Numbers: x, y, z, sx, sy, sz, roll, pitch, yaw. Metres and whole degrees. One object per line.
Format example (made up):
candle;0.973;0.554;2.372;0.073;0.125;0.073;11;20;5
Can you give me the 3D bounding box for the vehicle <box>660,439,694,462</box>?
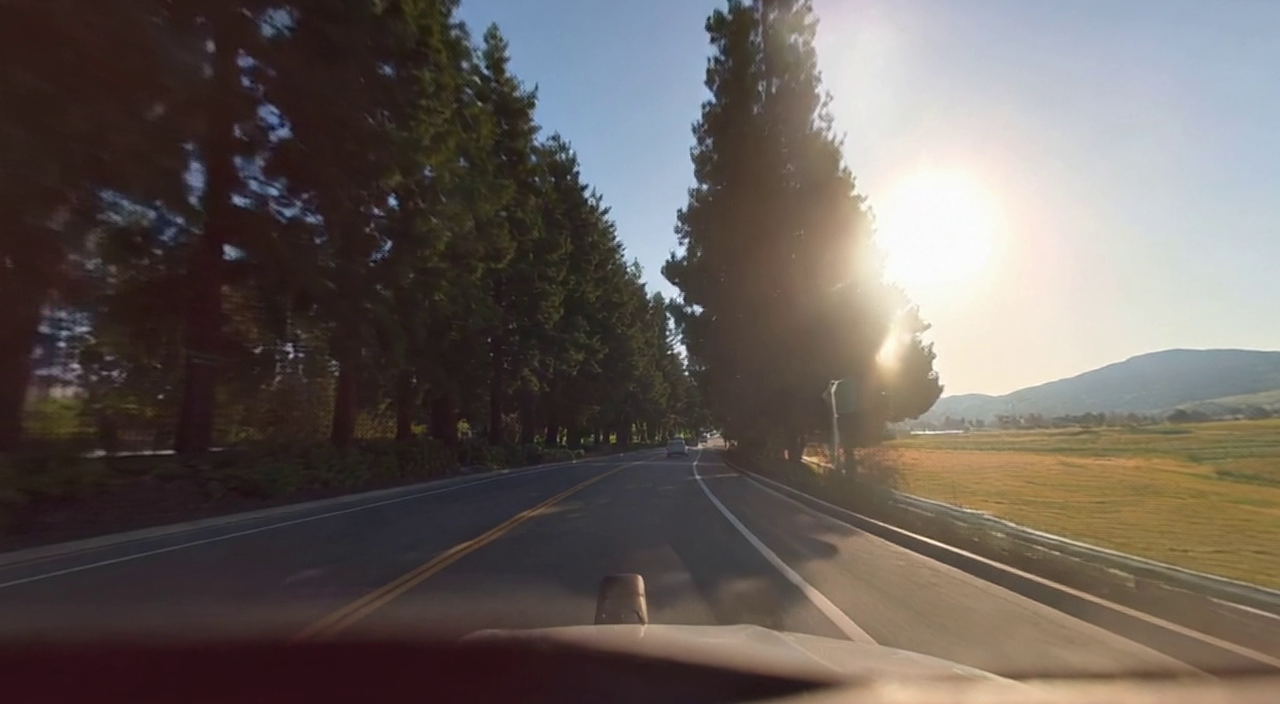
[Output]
vehicle;2.490;6.519;41.989;2.071;1.474;4.047;-1;-8;5
